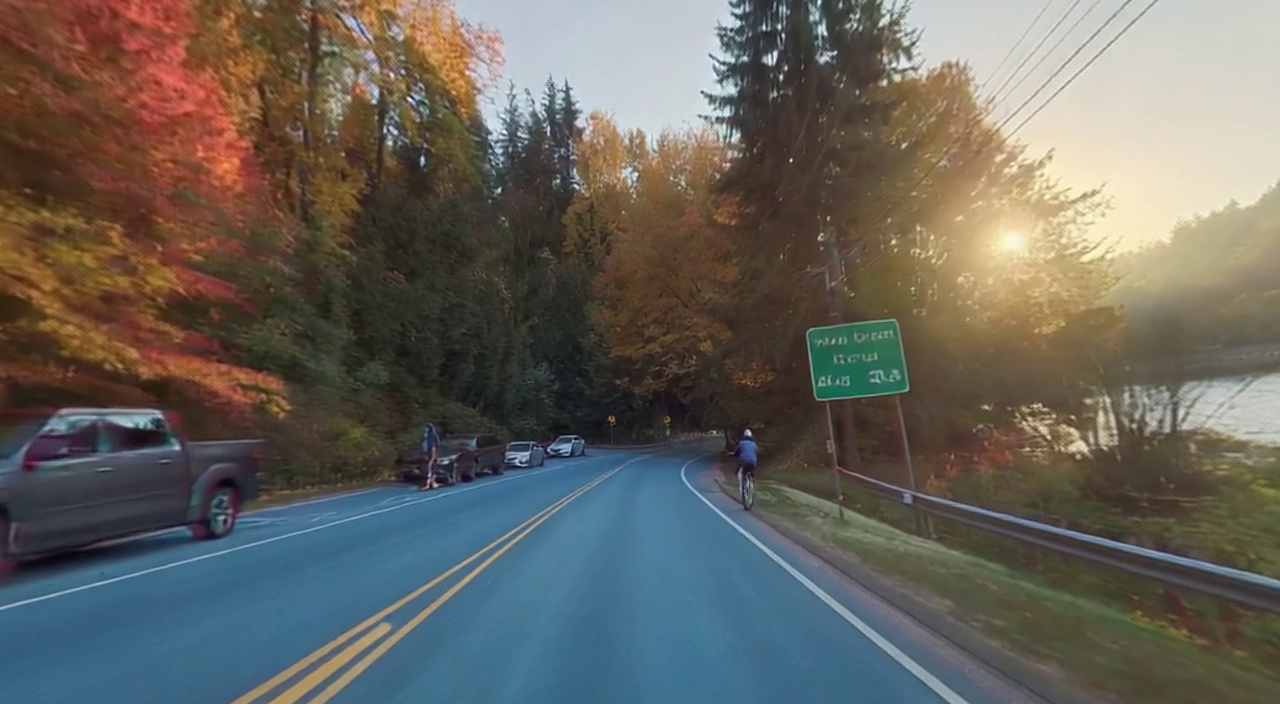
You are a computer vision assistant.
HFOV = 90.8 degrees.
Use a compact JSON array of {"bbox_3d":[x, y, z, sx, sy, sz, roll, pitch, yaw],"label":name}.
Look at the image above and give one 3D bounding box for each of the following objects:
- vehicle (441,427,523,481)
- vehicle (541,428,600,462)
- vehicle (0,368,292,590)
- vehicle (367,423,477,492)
[{"bbox_3d":[-6.691,4.393,27.314,2.008,1.910,4.809,-6,-9,2],"label":"vehicle"},{"bbox_3d":[-5.261,7.197,48.738,3.139,2.119,5.889,-6,-9,6],"label":"vehicle"},{"bbox_3d":[-7.144,1.529,7.806,2.312,2.075,5.748,-3,-9,2],"label":"vehicle"},{"bbox_3d":[-7.157,3.528,21.304,1.955,1.908,4.680,-5,-9,1],"label":"vehicle"}]
